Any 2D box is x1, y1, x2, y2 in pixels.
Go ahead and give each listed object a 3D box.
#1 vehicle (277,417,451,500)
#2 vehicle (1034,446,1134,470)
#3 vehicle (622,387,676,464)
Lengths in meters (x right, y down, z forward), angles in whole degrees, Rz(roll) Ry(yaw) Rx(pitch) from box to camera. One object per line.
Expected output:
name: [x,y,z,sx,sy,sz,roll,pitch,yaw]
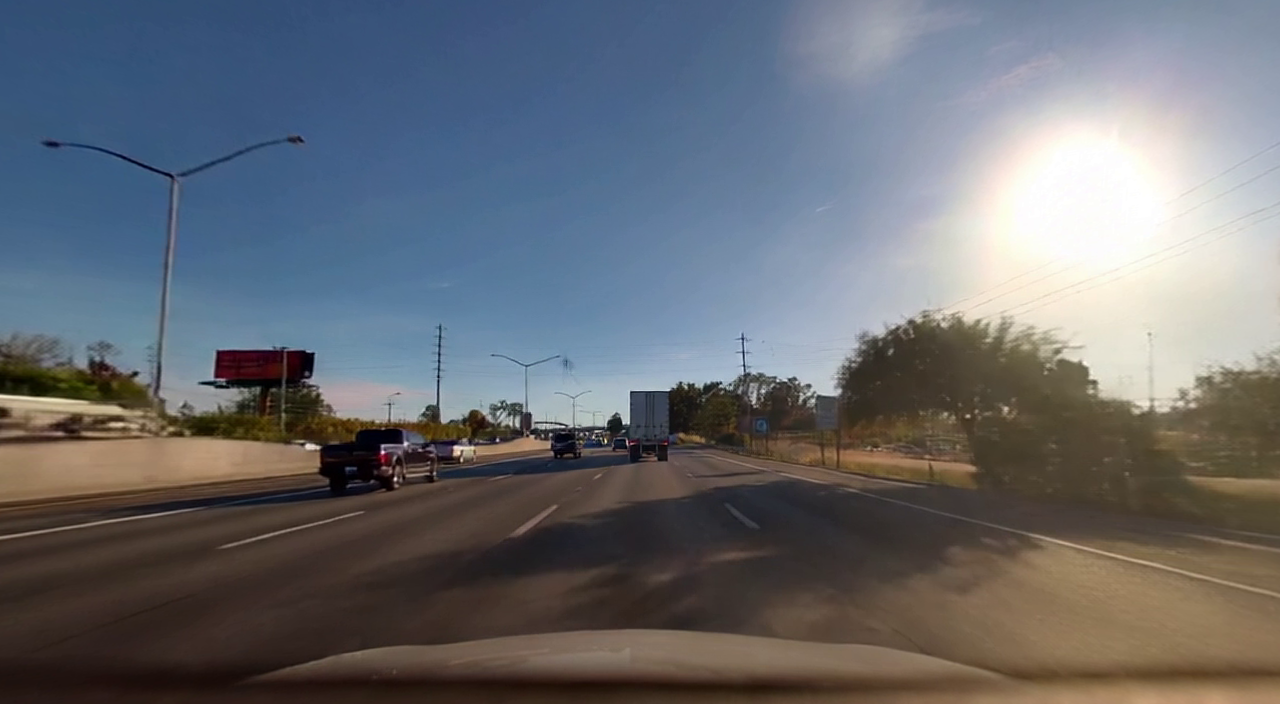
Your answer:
vehicle: [-7.030,2.796,16.913,2.197,1.847,5.364,0,-8,0]
vehicle: [28.463,6.768,40.587,1.757,1.437,4.897,5,-10,-30]
vehicle: [0.659,4.704,39.121,2.879,4.027,11.243,0,-8,2]
